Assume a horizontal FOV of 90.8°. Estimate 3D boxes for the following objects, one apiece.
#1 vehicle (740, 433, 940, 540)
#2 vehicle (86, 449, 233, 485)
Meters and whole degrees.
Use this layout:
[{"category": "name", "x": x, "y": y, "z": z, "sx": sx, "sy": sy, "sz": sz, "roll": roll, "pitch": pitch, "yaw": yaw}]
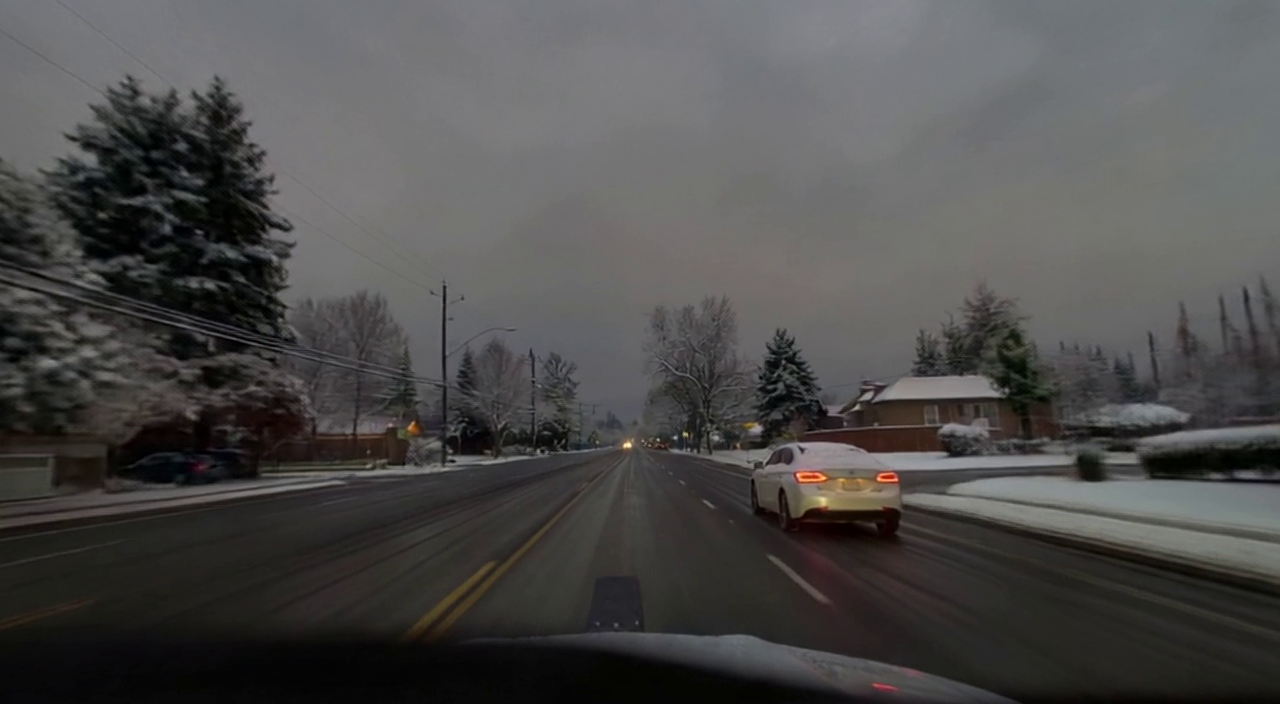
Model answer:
[{"category": "vehicle", "x": 3.173, "y": 2.228, "z": 11.107, "sx": 2.057, "sy": 1.493, "sz": 4.225, "roll": 0, "pitch": -9, "yaw": -1}, {"category": "vehicle", "x": -20.583, "y": 4.932, "z": 27.195, "sx": 4.689, "sy": 1.466, "sz": 1.969, "roll": 0, "pitch": -9, "yaw": 1}]
